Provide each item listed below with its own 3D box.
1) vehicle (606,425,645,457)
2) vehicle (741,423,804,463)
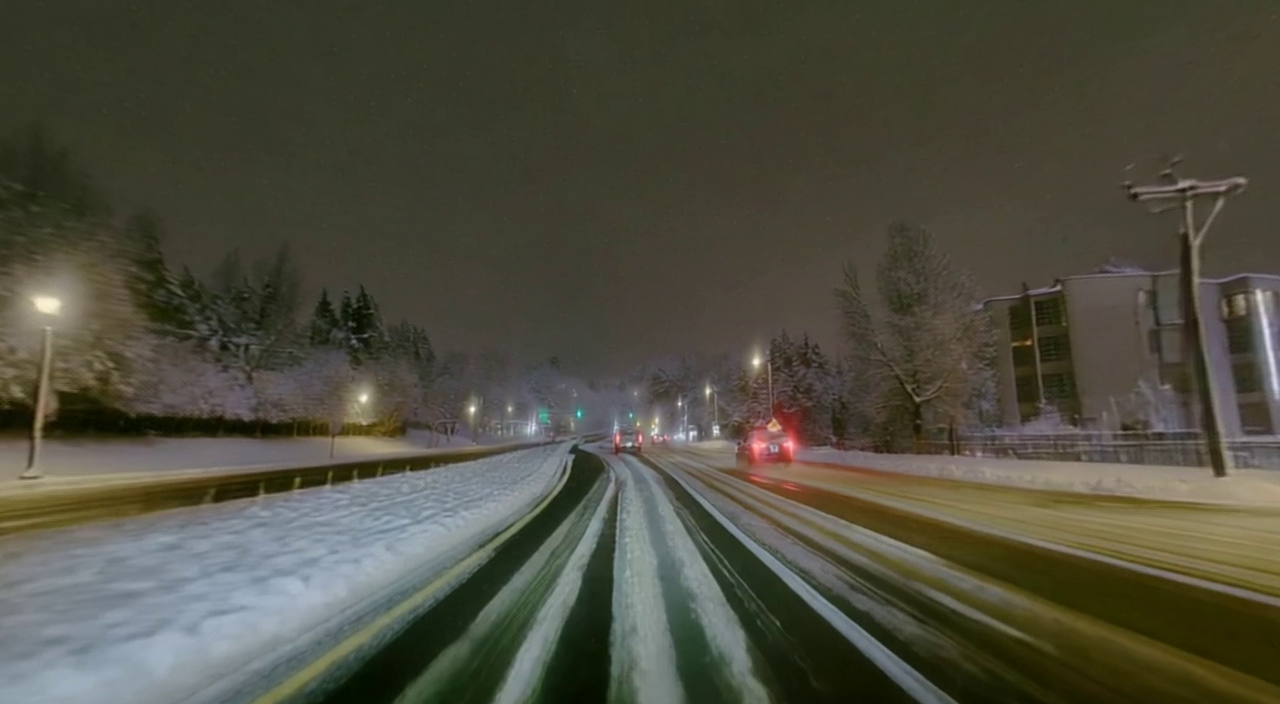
[{"bbox_3d":[-0.878,5.312,37.670,2.193,1.794,4.457,0,-8,-2],"label":"vehicle"},{"bbox_3d":[6.411,4.493,31.116,2.026,1.804,4.565,0,-8,-1],"label":"vehicle"}]
